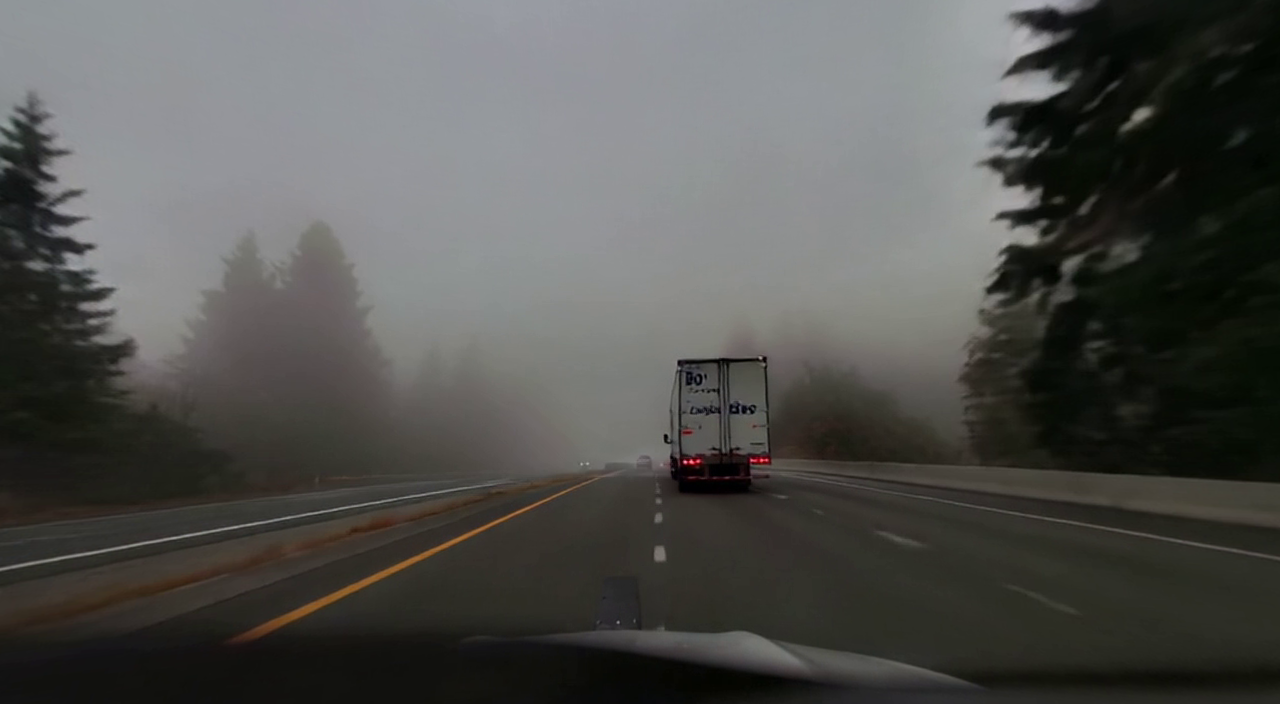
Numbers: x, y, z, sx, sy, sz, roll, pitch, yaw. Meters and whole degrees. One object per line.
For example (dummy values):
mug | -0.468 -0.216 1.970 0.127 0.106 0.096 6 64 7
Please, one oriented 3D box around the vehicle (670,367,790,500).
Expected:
vehicle | 3.174 3.787 28.015 3.537 4.071 17.399 -1 -9 3
